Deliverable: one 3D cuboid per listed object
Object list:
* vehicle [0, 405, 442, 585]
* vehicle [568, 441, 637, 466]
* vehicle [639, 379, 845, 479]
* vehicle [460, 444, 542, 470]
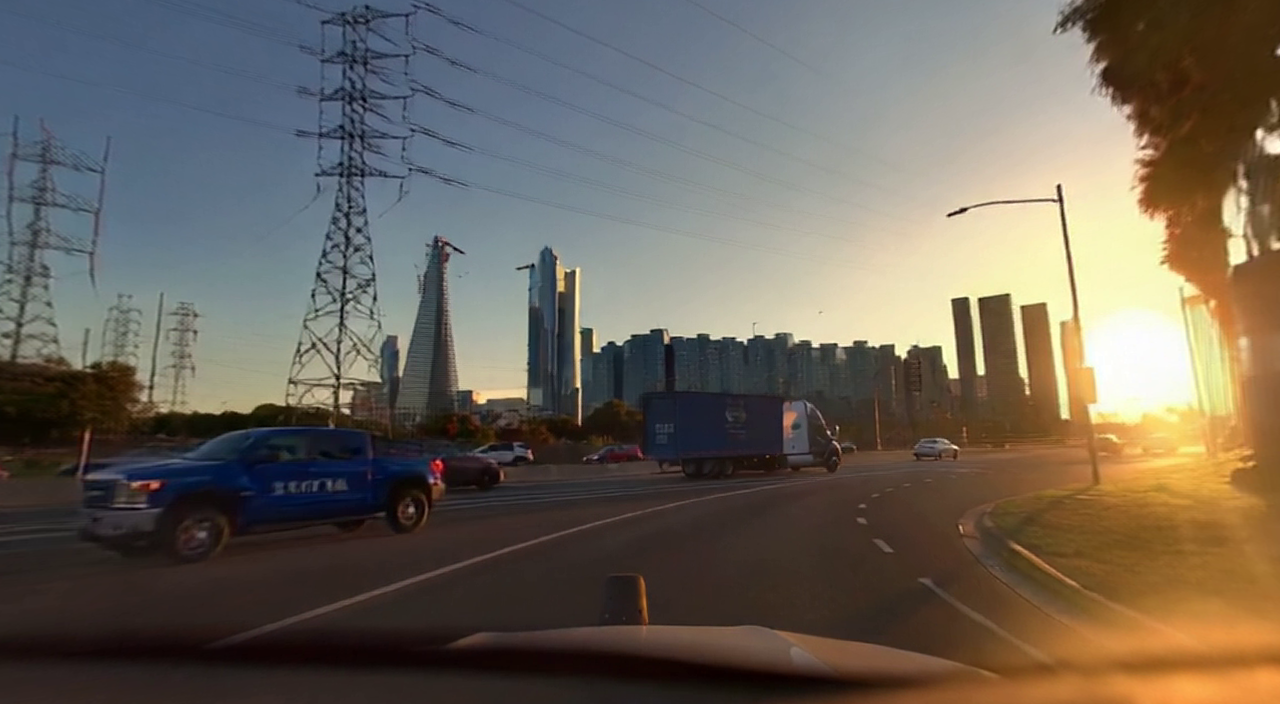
[{"bbox_3d":[-5.785,1.860,9.174,2.101,1.848,5.132,-7,-11,40],"label":"vehicle"},{"bbox_3d":[-2.502,6.869,42.914,4.532,1.567,1.847,7,-11,-42],"label":"vehicle"},{"bbox_3d":[5.256,3.746,29.907,11.567,3.933,2.903,7,-11,-41],"label":"vehicle"},{"bbox_3d":[-8.139,6.148,37.207,4.419,1.451,1.792,8,-12,-43],"label":"vehicle"}]
